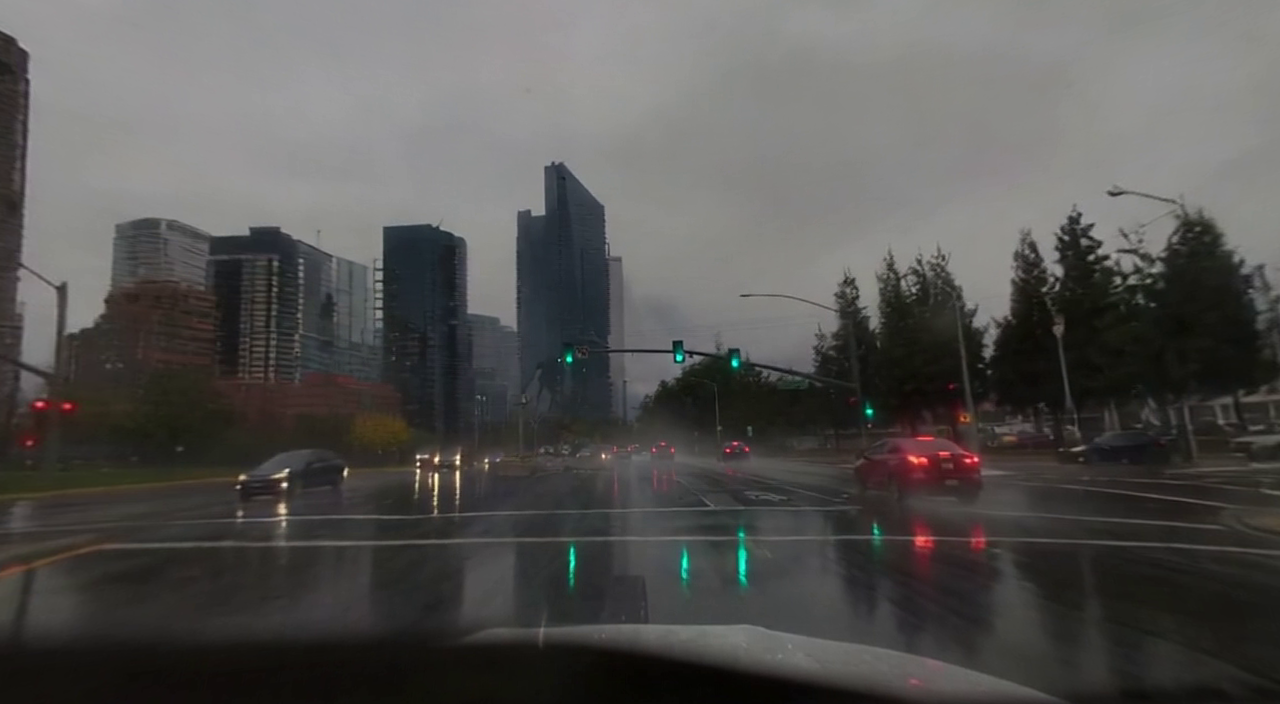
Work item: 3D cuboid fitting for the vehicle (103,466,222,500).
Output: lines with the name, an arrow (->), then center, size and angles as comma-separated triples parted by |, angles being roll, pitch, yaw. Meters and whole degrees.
vehicle -> -25.785, 7.040, 34.094 | 1.904, 1.497, 4.685 | -5, -10, 31

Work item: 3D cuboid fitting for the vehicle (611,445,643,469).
vehicle -> -0.873, 6.775, 40.745 | 2.026, 1.453, 3.780 | 0, -8, -2

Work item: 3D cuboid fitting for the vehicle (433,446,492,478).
vehicle -> -10.154, 6.302, 36.284 | 2.022, 1.673, 4.393 | 0, -8, 2

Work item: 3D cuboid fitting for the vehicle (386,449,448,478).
vehicle -> -14.877, 7.464, 42.173 | 1.932, 1.768, 4.765 | -1, -9, 6

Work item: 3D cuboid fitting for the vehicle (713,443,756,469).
vehicle -> 5.851, 6.524, 39.429 | 1.924, 1.527, 4.268 | 0, -8, -1

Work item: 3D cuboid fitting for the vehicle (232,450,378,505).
vehicle -> -10.626, 3.970, 20.411 | 1.986, 1.505, 4.693 | 0, -8, 3

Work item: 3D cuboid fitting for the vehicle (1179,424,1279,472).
vehicle -> 21.285, 3.192, 20.942 | 4.619, 1.501, 2.024 | 0, -9, 1

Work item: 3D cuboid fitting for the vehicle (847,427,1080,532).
vehicle -> 5.803, 2.330, 12.094 | 2.056, 1.624, 4.498 | 0, -8, 0
